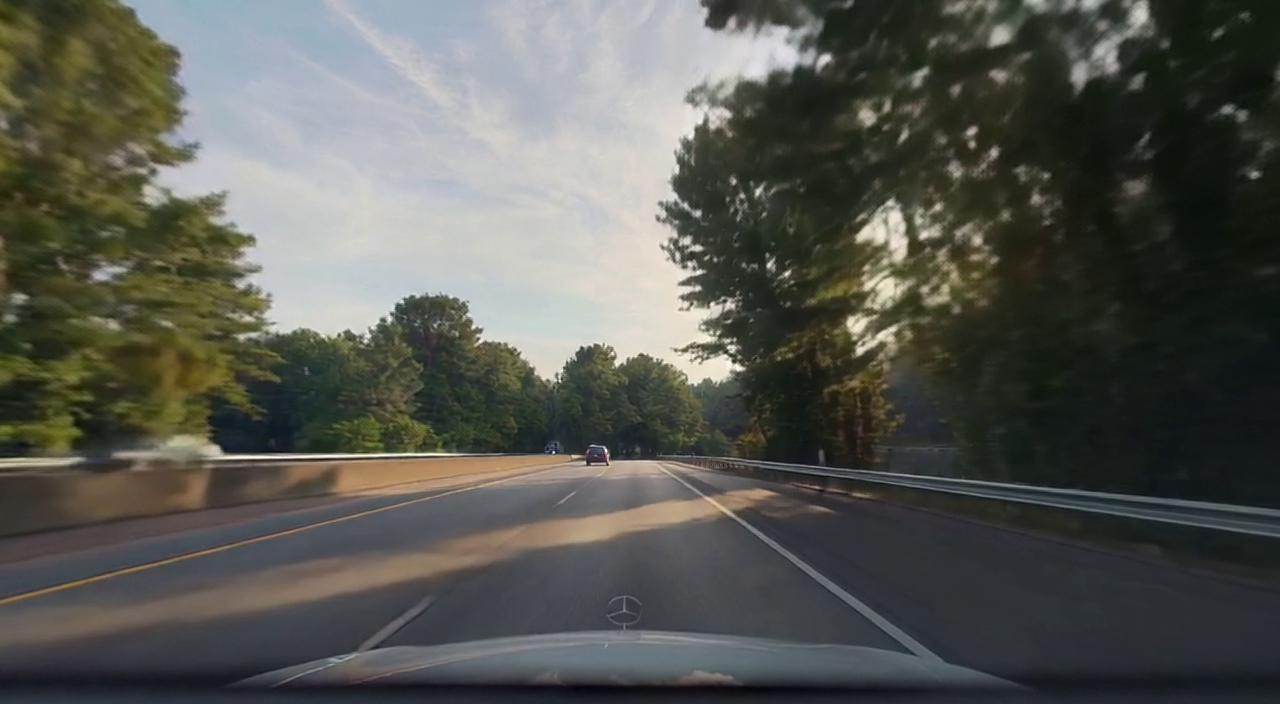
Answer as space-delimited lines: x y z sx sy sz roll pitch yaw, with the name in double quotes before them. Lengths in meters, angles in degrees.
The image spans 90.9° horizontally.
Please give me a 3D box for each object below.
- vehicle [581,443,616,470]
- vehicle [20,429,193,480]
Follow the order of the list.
"vehicle" -2.865 7.373 44.458 2.135 1.755 4.476 0 -9 0
"vehicle" -16.578 3.236 19.902 1.930 1.422 3.999 0 -9 0
